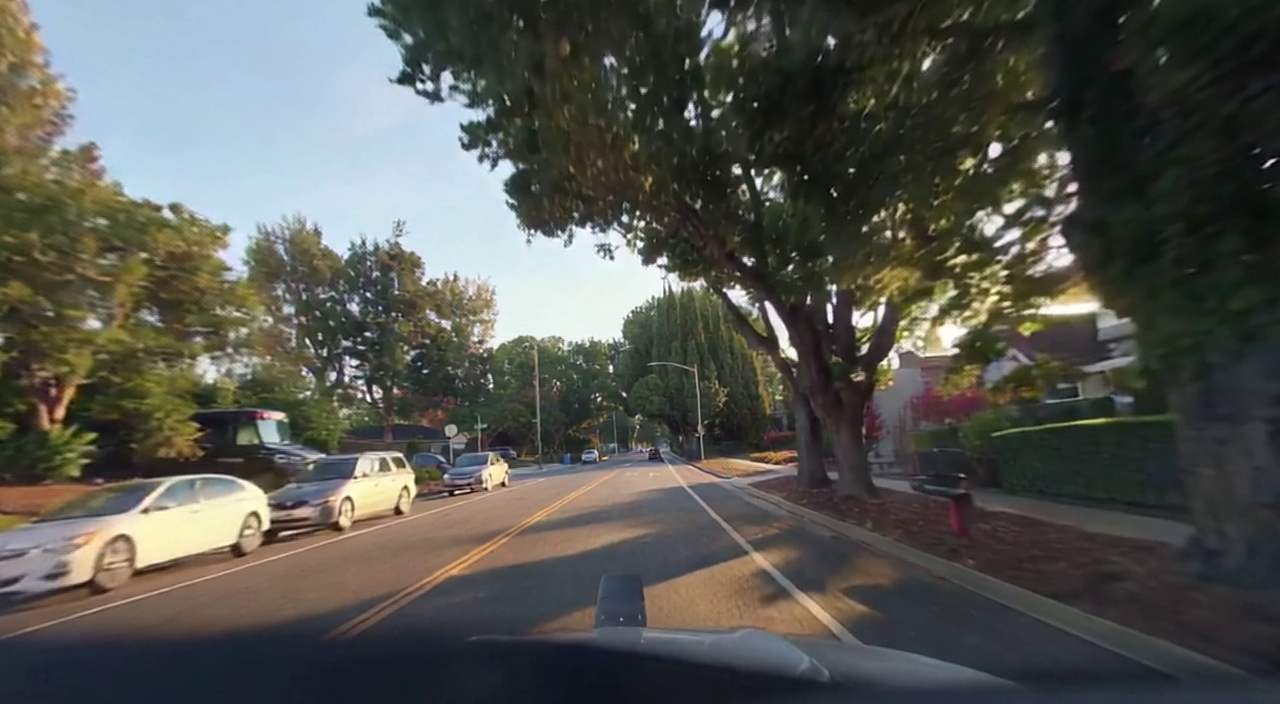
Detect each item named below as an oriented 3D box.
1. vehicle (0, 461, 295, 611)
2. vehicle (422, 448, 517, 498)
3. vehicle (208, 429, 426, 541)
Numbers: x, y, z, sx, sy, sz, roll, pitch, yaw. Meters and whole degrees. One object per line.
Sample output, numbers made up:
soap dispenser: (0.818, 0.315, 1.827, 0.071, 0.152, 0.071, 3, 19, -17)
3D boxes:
vehicle: (-7.067, 2.340, 8.925, 1.960, 1.486, 4.217, 0, -9, 1)
vehicle: (-6.546, 4.701, 25.091, 1.984, 1.732, 5.628, 0, -9, 2)
vehicle: (-6.823, 2.895, 14.275, 2.012, 1.902, 5.437, -4, -10, 1)
